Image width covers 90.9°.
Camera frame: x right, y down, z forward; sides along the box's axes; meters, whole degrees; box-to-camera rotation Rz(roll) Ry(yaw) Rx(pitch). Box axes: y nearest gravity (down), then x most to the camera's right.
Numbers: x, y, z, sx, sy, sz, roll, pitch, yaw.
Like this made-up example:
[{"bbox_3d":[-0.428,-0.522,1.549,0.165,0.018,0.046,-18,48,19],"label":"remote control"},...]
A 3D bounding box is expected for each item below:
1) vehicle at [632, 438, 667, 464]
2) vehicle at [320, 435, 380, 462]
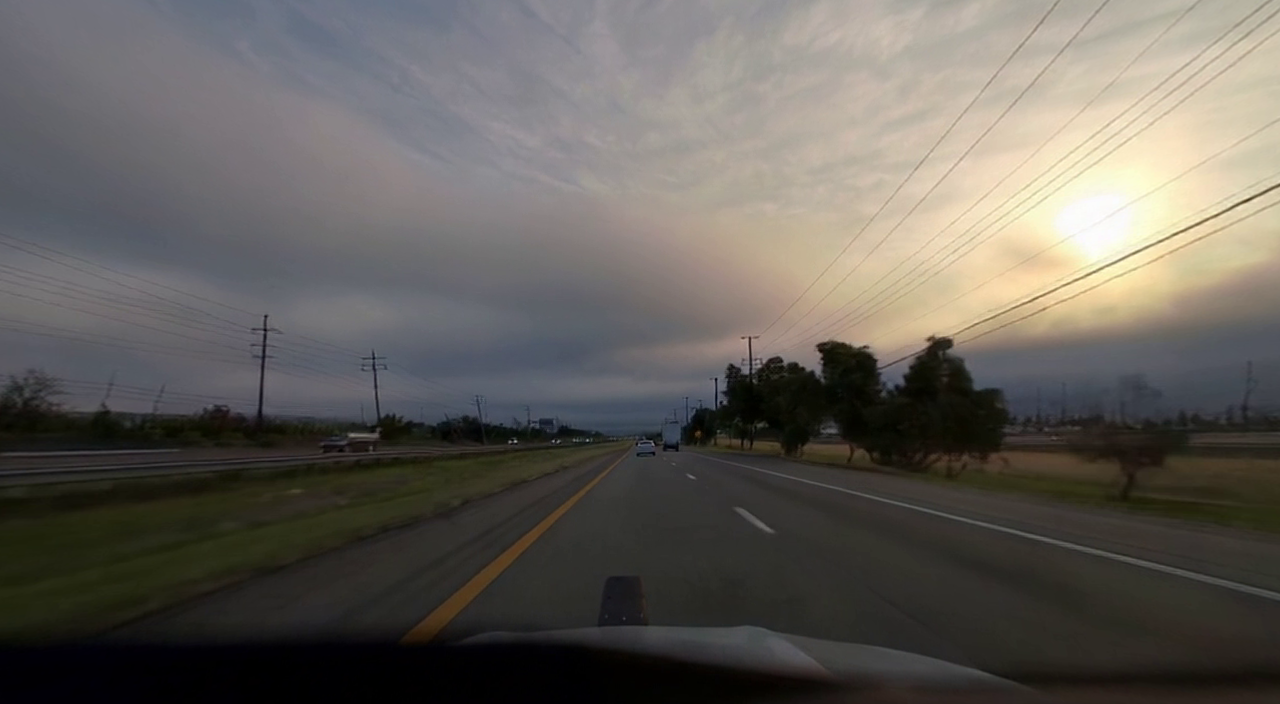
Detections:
[{"bbox_3d":[0.647,6.560,41.878,2.192,1.556,4.132,-1,-8,1],"label":"vehicle"},{"bbox_3d":[-21.454,7.184,46.935,2.039,1.874,4.958,-1,-8,1],"label":"vehicle"}]
